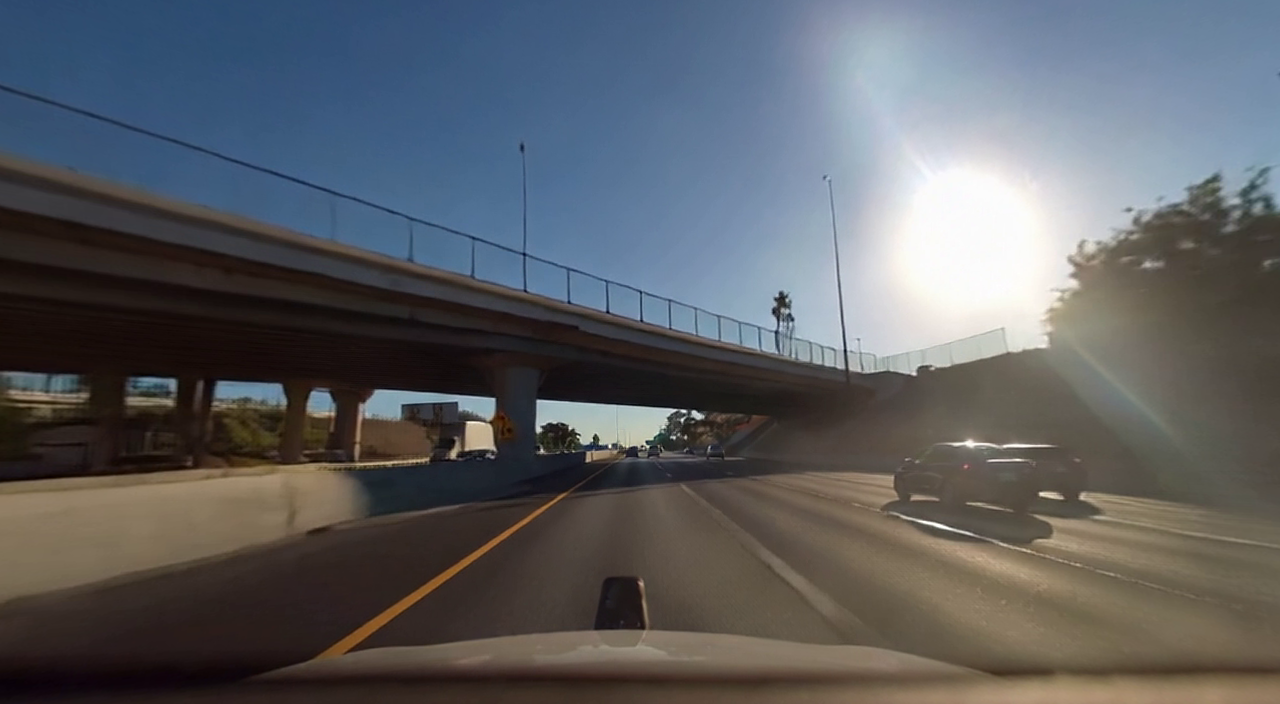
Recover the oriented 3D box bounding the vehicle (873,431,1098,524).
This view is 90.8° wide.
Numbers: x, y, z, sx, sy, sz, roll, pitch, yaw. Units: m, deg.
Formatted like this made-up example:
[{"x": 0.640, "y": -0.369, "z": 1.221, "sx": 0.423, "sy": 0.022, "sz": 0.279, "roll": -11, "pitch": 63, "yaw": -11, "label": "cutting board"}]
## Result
[{"x": 6.724, "y": 2.479, "z": 13.066, "sx": 1.901, "sy": 1.548, "sz": 4.684, "roll": 0, "pitch": -9, "yaw": -1, "label": "vehicle"}]
